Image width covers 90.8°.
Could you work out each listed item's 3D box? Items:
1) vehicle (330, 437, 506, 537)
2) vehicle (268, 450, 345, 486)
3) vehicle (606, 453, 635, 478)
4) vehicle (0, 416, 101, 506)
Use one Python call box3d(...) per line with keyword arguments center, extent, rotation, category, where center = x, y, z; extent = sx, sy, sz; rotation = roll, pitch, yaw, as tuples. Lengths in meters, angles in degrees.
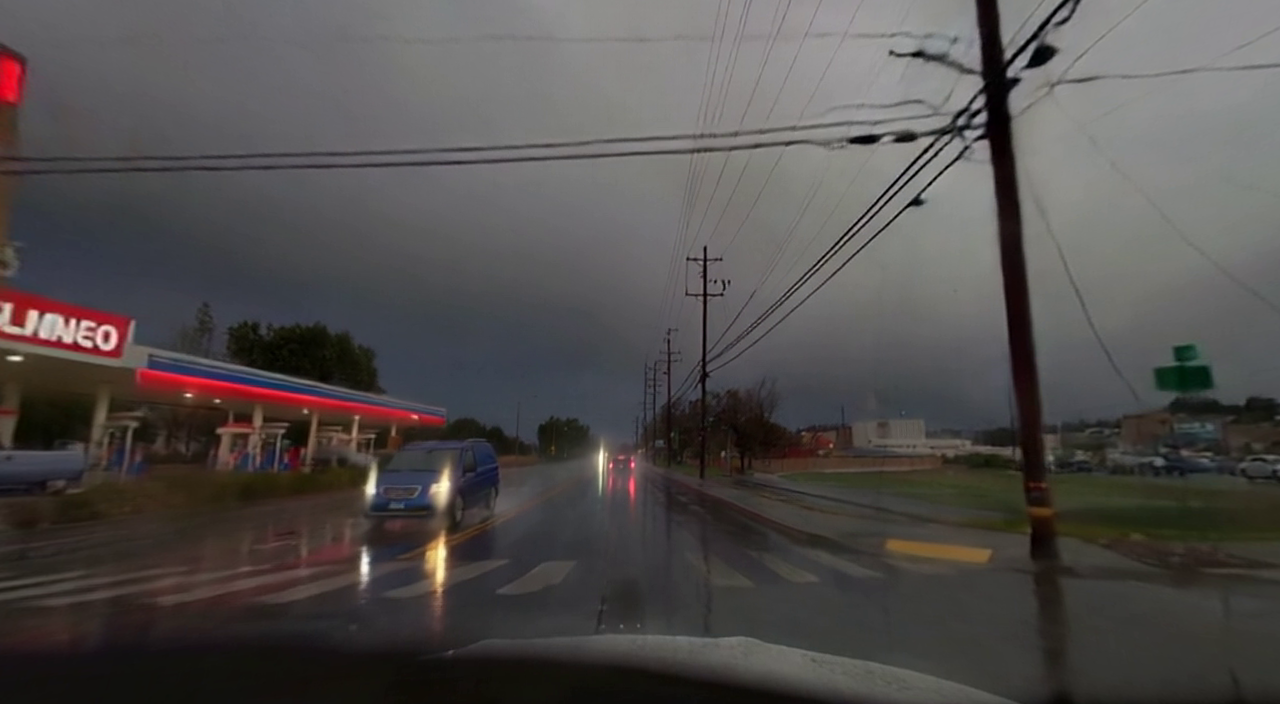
box3d(center=(-4.670, 2.910, 14.314), extent=(2.274, 1.844, 4.843), rotation=(0, -9, -1), category="vehicle")
box3d(center=(-17.992, 6.233, 34.373), extent=(1.890, 1.761, 4.578), rotation=(0, -9, -3), category="vehicle")
box3d(center=(-1.446, 8.287, 46.258), extent=(2.000, 1.663, 4.271), rotation=(0, -9, -3), category="vehicle")
box3d(center=(-18.005, 2.967, 17.256), extent=(2.499, 2.309, 4.613), rotation=(0, -9, -3), category="vehicle")
